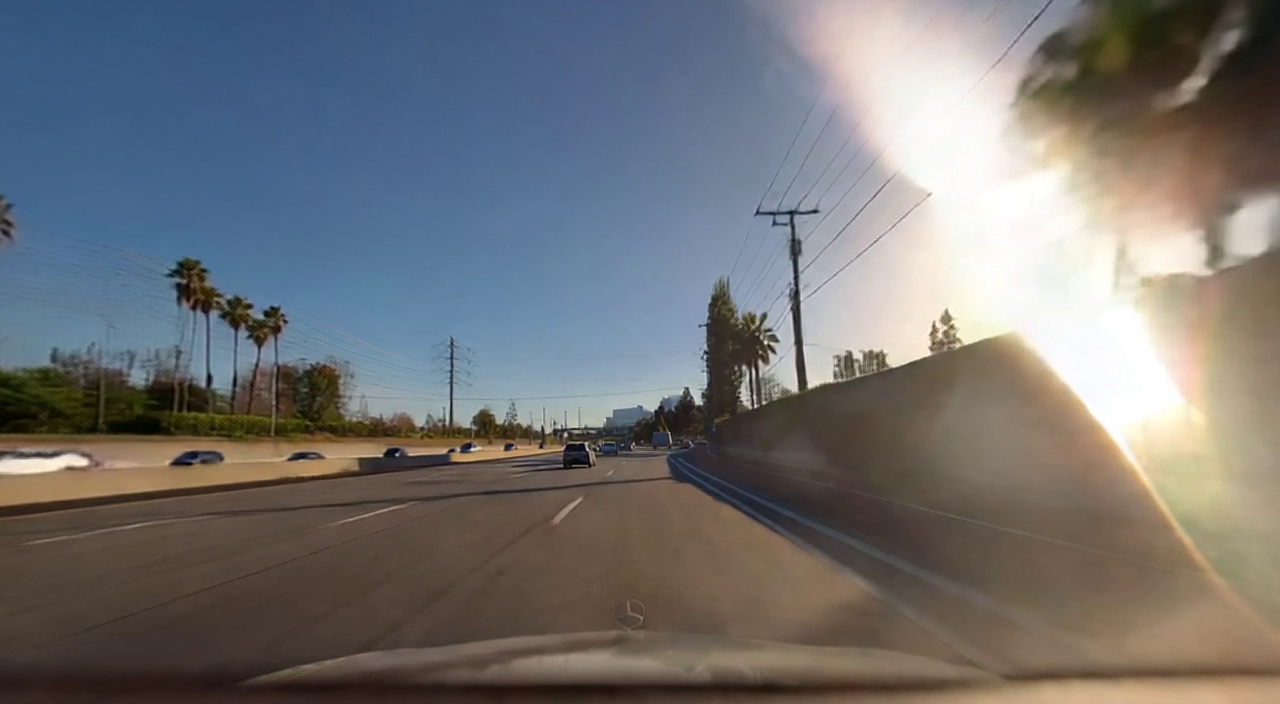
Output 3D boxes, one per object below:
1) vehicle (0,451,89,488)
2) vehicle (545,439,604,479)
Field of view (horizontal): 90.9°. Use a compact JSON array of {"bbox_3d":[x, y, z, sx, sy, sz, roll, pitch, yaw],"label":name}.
[{"bbox_3d":[-27.456,5.154,28.008,1.857,1.489,4.473,0,-9,0],"label":"vehicle"},{"bbox_3d":[-2.786,4.661,27.687,2.029,1.609,3.935,0,-9,1],"label":"vehicle"}]
